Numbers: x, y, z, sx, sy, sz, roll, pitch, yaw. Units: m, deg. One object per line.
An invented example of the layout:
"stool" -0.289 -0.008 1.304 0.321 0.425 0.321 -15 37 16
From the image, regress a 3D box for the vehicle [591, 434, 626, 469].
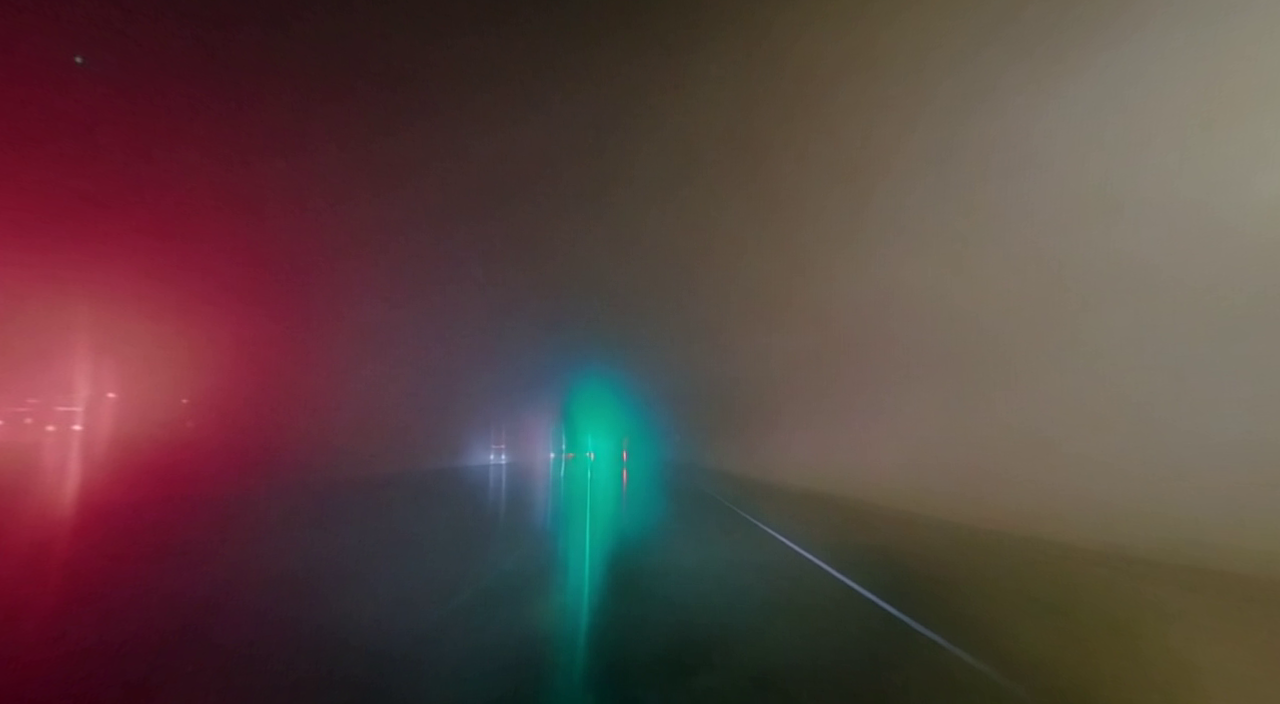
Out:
"vehicle" -2.369 7.794 49.595 2.437 2.565 5.829 0 -9 0

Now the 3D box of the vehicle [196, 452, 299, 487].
"vehicle" -18.569 5.546 30.171 1.851 1.488 4.707 0 -9 1
